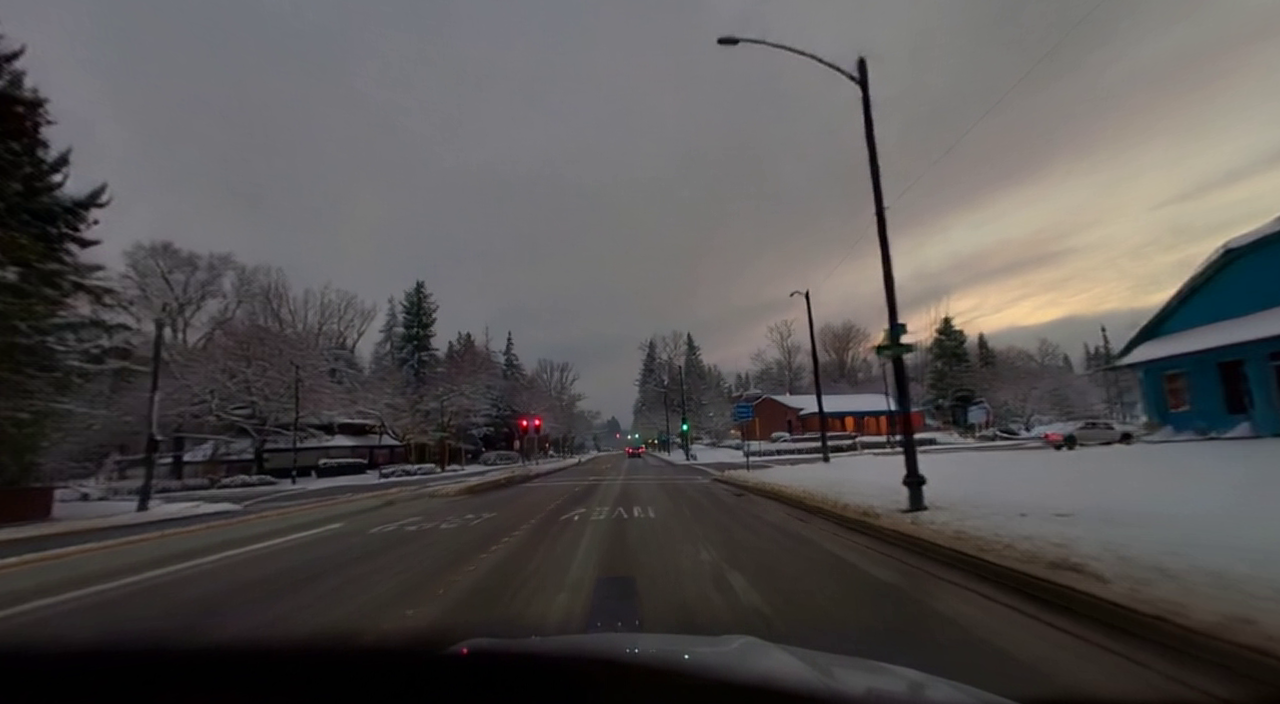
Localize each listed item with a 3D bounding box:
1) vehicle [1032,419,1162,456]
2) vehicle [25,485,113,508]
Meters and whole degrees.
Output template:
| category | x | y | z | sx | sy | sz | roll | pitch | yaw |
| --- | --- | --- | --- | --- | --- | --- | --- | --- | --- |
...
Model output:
| category | x | y | z | sx | sy | sz | roll | pitch | yaw |
| --- | --- | --- | --- | --- | --- | --- | --- | --- | --- |
| vehicle | 23.304 | 4.394 | 32.396 | 4.902 | 1.519 | 2.182 | -3 | -8 | 0 |
| vehicle | -40.495 | 10.227 | 44.860 | 4.173 | 1.452 | 1.908 | 1 | -9 | -7 |
